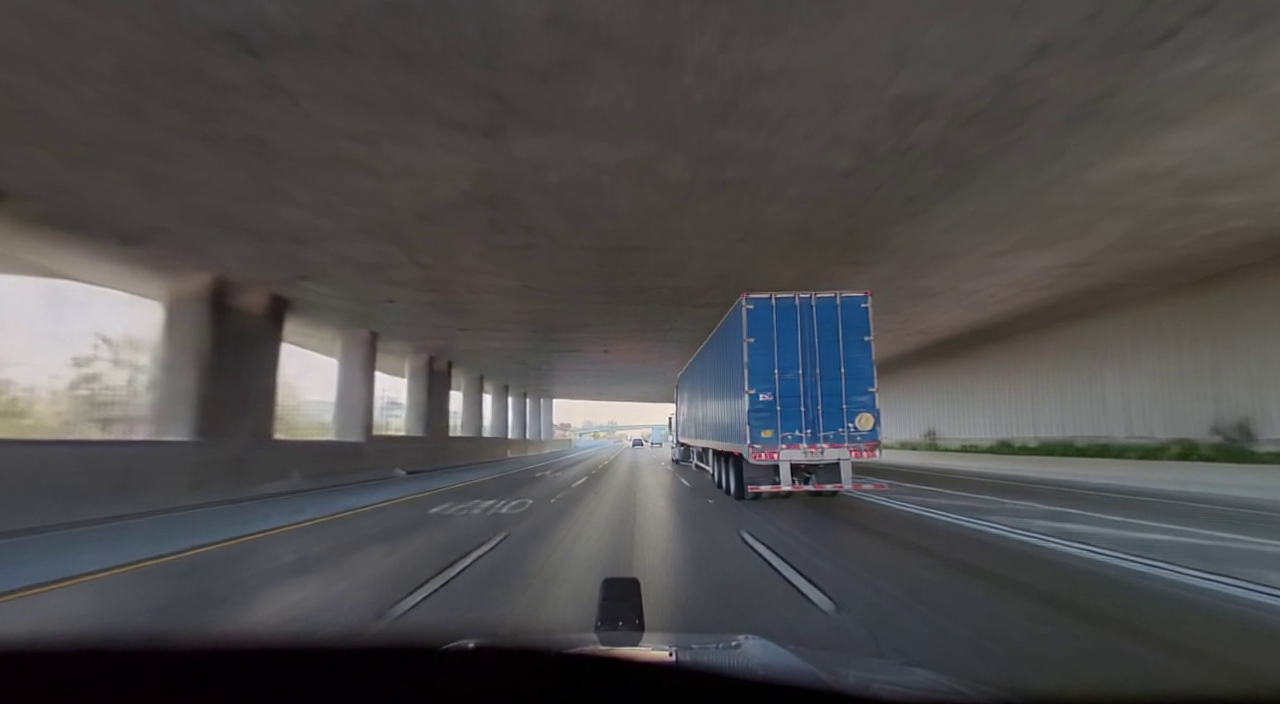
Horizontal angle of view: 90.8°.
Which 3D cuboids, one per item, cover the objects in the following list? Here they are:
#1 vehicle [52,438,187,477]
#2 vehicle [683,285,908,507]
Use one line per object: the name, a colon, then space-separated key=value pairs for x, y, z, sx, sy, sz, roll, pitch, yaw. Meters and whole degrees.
vehicle: x=-21.662 y=4.419 z=26.572 sx=1.824 sy=1.490 sz=4.483 roll=0 pitch=-9 yaw=1
vehicle: x=3.421 y=2.019 z=19.956 sx=2.743 sy=4.160 sz=16.408 roll=0 pitch=-9 yaw=-1
